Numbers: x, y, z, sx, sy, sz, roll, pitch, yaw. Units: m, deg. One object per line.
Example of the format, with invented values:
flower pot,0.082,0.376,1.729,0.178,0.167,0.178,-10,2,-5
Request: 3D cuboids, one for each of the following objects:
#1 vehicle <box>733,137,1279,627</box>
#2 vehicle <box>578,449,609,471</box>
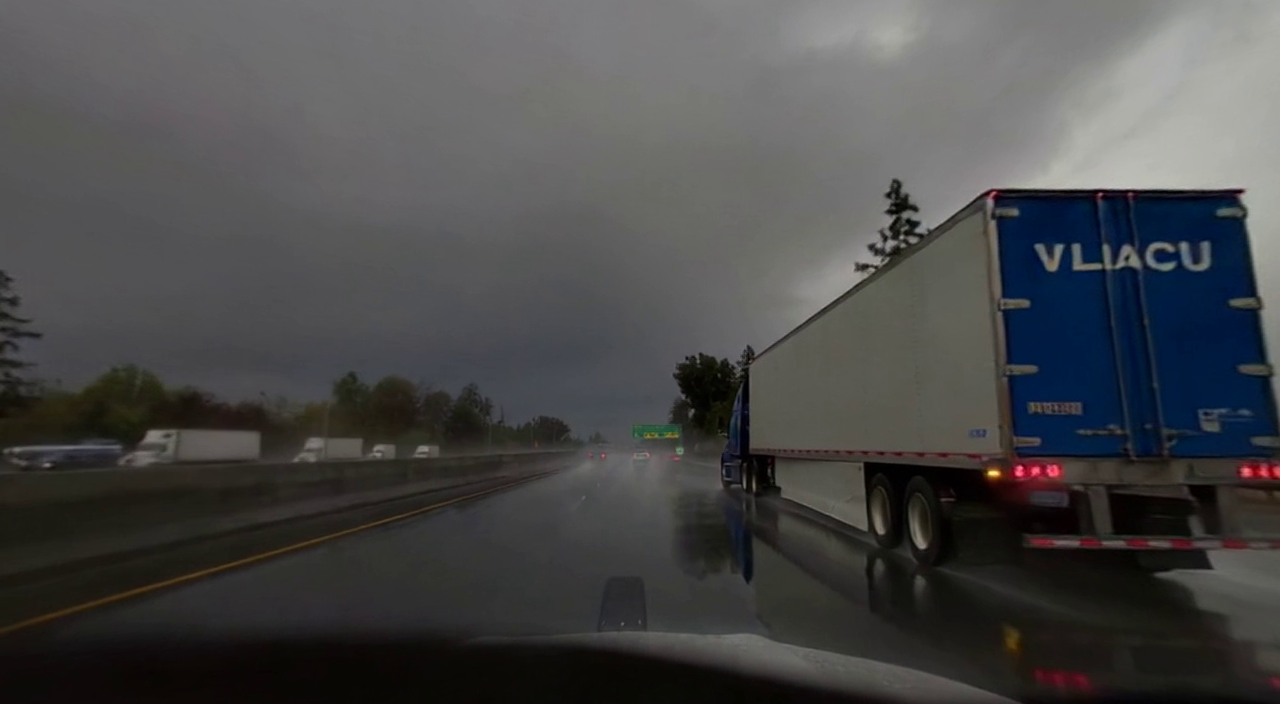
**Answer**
vehicle,4.446,1.205,12.270,2.847,4.075,14.244,0,-9,-1
vehicle,-3.568,8.334,49.011,2.107,1.626,4.804,0,-9,0
